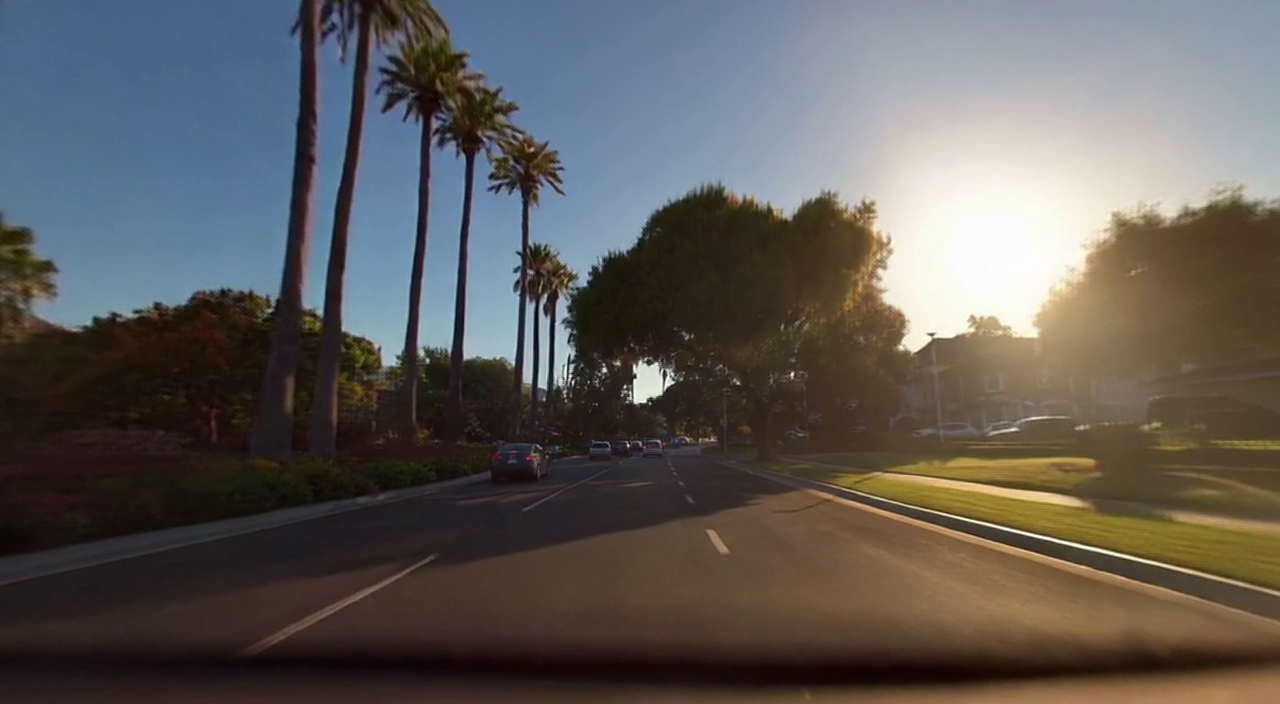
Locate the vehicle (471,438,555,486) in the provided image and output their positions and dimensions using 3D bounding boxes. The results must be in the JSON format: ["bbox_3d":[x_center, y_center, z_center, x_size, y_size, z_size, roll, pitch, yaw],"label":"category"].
[{"bbox_3d":[-4.326,3.815,22.133,2.036,1.478,4.508,0,-8,0],"label":"vehicle"}]

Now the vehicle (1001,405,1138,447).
[{"bbox_3d":[21.095,3.669,30.957,5.294,1.978,2.201,1,-8,-7],"label":"vehicle"}]

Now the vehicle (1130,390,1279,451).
[{"bbox_3d":[21.306,2.501,22.535,5.458,2.044,2.299,0,-8,-2],"label":"vehicle"}]

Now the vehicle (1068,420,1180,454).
[{"bbox_3d":[21.472,3.796,27.935,3.648,1.427,1.686,1,-8,-6],"label":"vehicle"}]
